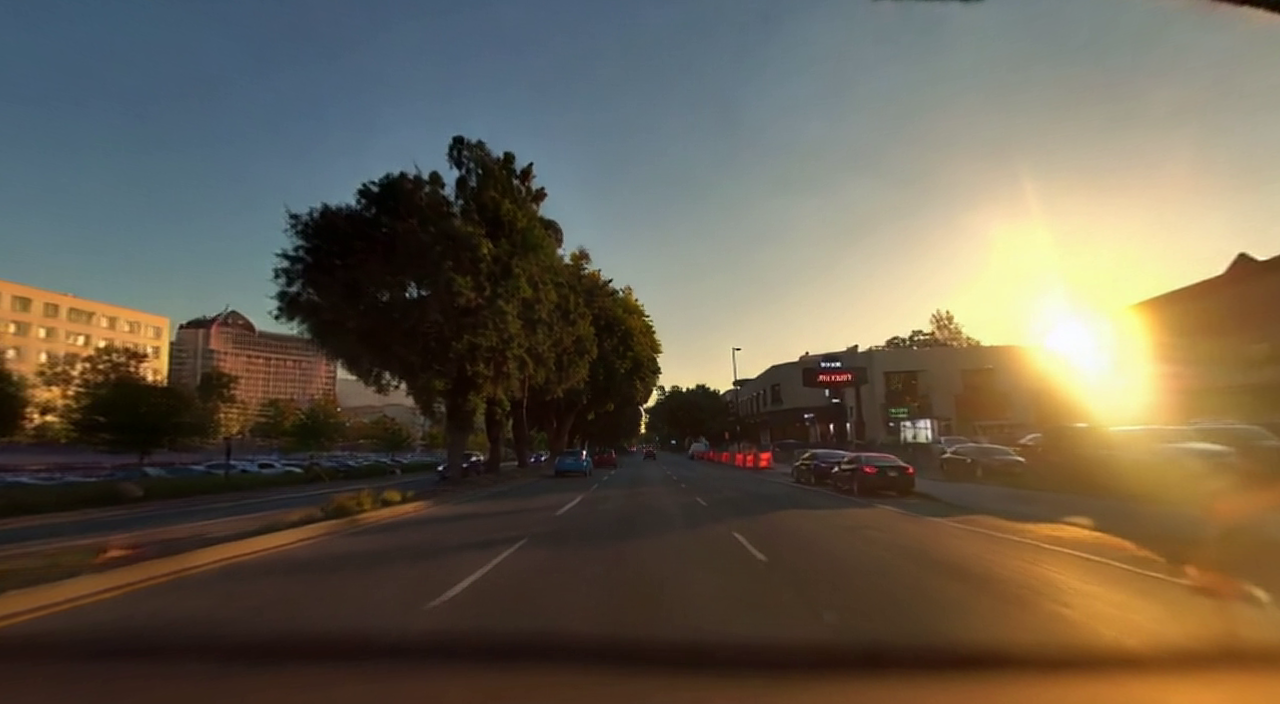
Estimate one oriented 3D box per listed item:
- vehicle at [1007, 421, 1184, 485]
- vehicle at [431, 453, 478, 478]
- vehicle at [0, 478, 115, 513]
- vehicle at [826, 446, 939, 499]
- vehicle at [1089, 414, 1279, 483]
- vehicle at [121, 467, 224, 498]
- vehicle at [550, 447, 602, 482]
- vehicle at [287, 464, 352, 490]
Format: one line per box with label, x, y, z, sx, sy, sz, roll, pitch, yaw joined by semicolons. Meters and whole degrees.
vehicle;13.449;3.046;19.069;1.916;1.683;4.516;0;-9;0
vehicle;-12.018;7.325;41.020;1.797;1.510;3.919;-1;-9;1
vehicle;-30.113;7.334;32.375;4.640;1.477;1.892;6;-12;-37
vehicle;7.364;3.655;19.644;1.799;1.399;4.317;-1;-8;0
vehicle;16.009;2.867;18.752;1.984;1.774;4.406;0;-9;-1
vehicle;-29.648;8.209;40.029;4.947;1.683;1.968;8;-12;-42
vehicle;-2.812;5.075;28.633;1.926;1.442;4.231;0;-9;0
vehicle;-21.963;8.598;43.459;1.955;1.447;4.911;-3;-9;0
